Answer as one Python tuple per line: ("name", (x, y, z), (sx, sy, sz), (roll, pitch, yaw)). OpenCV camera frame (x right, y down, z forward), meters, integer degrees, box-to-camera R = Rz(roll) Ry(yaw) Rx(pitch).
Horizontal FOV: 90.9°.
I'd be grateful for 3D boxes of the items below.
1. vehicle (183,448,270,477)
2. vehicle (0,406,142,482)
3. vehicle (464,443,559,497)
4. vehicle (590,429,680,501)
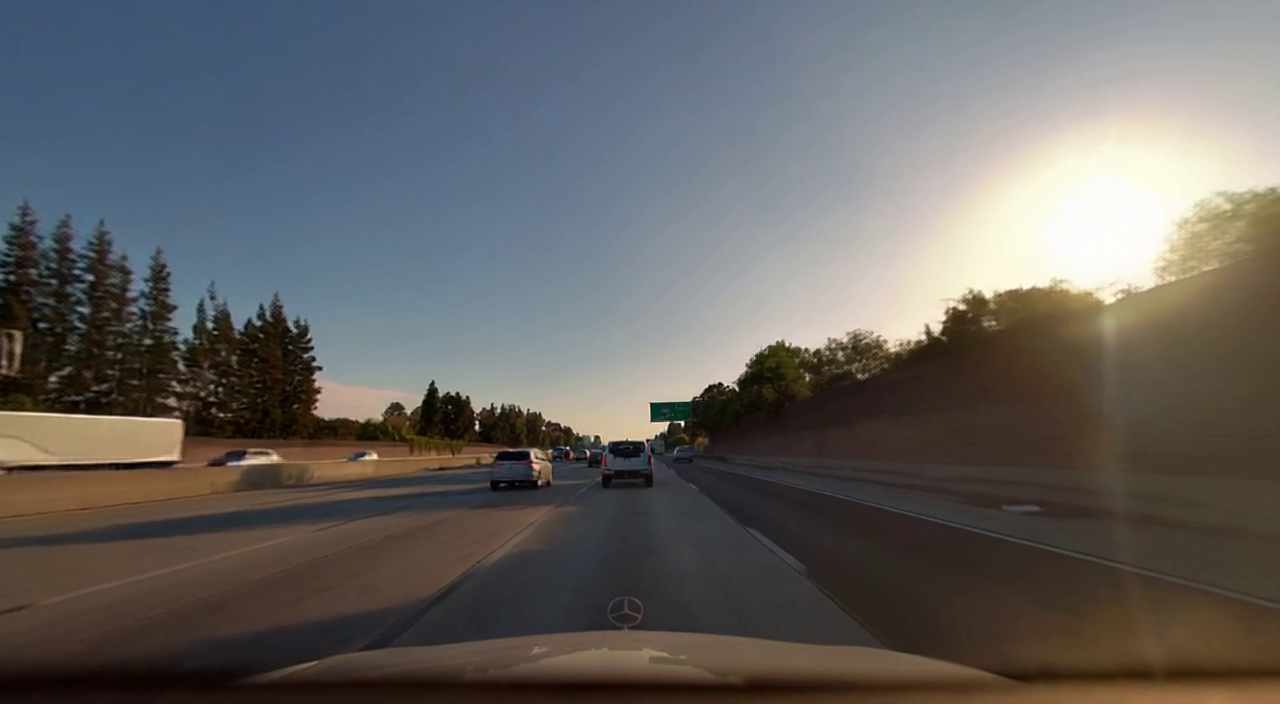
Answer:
("vehicle", (-24.641, 6.600, 37.853), (1.937, 1.595, 4.750), (0, -9, 1))
("vehicle", (-28.873, 4.467, 30.503), (2.736, 3.238, 8.017), (0, -9, 2))
("vehicle", (-3.749, 3.519, 19.242), (1.967, 1.442, 4.143), (0, -9, 1))
("vehicle", (-0.120, 3.157, 17.982), (2.233, 1.804, 4.273), (0, -9, 0))
